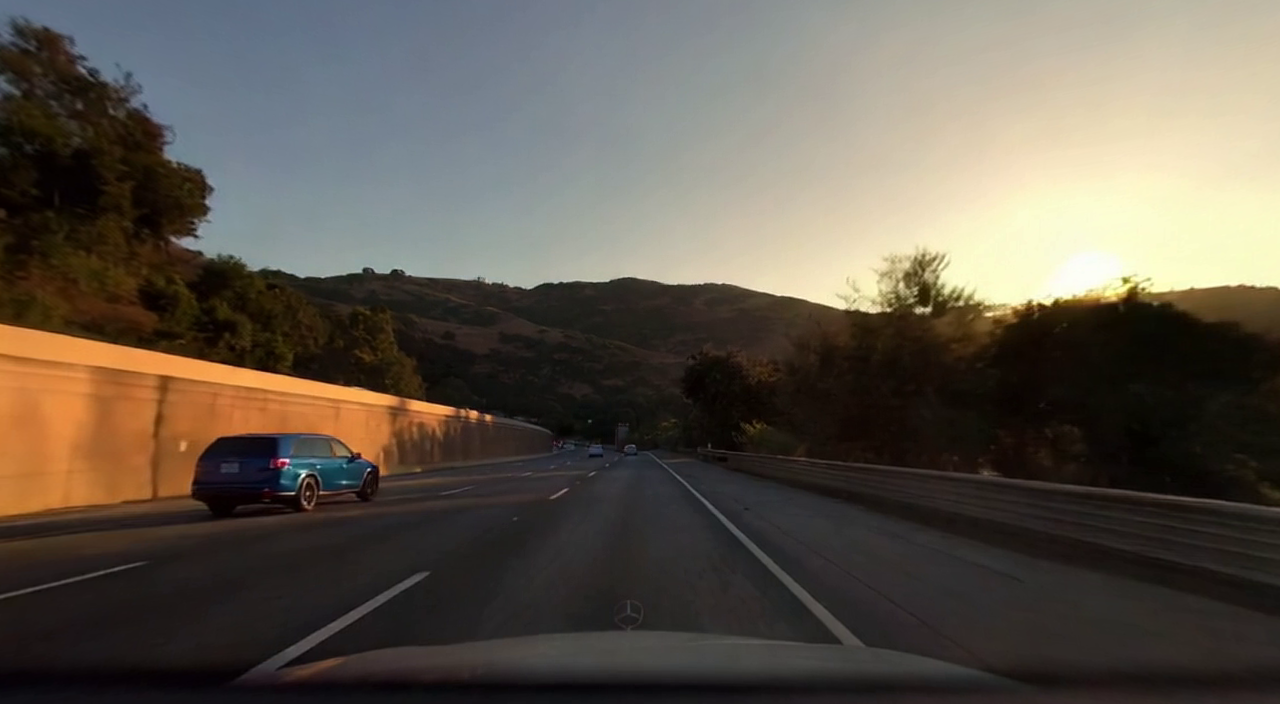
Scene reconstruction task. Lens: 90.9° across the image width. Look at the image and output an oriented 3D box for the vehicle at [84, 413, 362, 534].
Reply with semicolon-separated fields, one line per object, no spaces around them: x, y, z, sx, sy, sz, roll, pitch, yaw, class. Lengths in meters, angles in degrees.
-7.841;2.338;12.703;2.151;1.925;4.945;0;-9;0;vehicle
